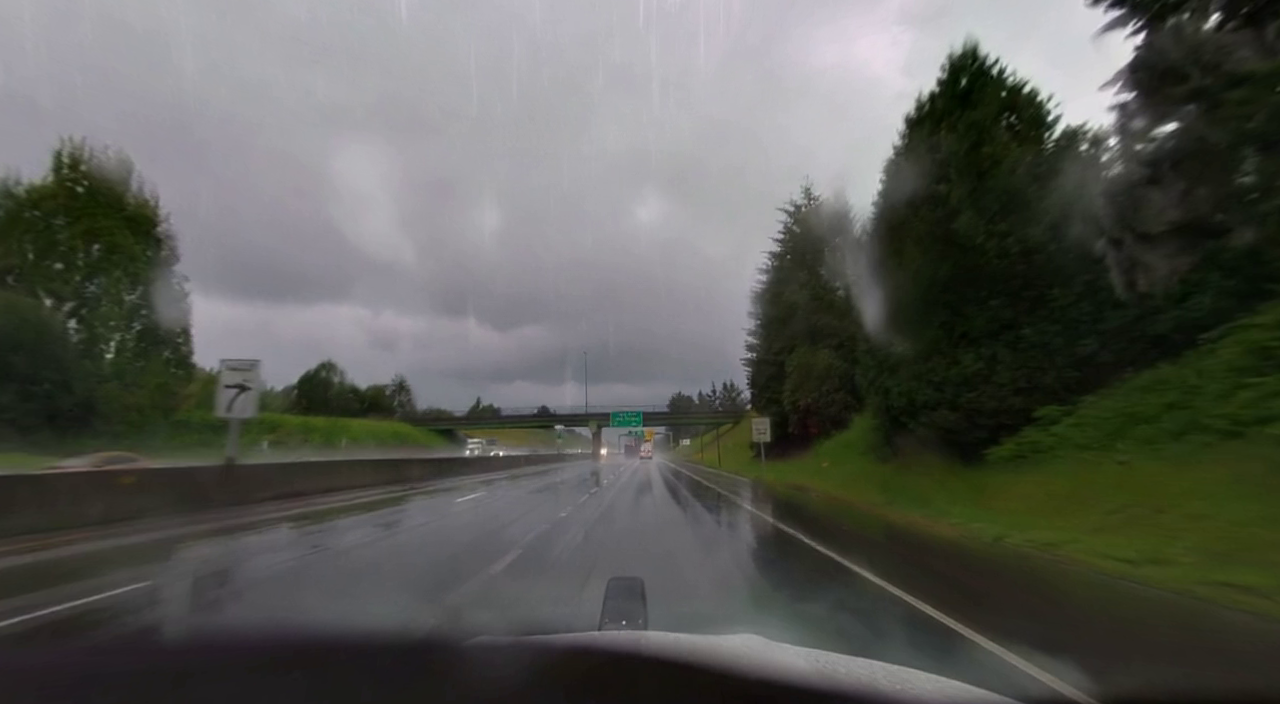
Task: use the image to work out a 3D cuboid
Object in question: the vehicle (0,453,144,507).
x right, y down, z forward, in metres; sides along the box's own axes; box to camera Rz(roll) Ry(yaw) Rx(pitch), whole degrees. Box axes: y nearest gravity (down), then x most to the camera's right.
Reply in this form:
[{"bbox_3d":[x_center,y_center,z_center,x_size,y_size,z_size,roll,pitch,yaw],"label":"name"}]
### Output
[{"bbox_3d":[-19.080,4.122,20.788,1.866,1.538,4.339,0,-9,0],"label":"vehicle"}]
